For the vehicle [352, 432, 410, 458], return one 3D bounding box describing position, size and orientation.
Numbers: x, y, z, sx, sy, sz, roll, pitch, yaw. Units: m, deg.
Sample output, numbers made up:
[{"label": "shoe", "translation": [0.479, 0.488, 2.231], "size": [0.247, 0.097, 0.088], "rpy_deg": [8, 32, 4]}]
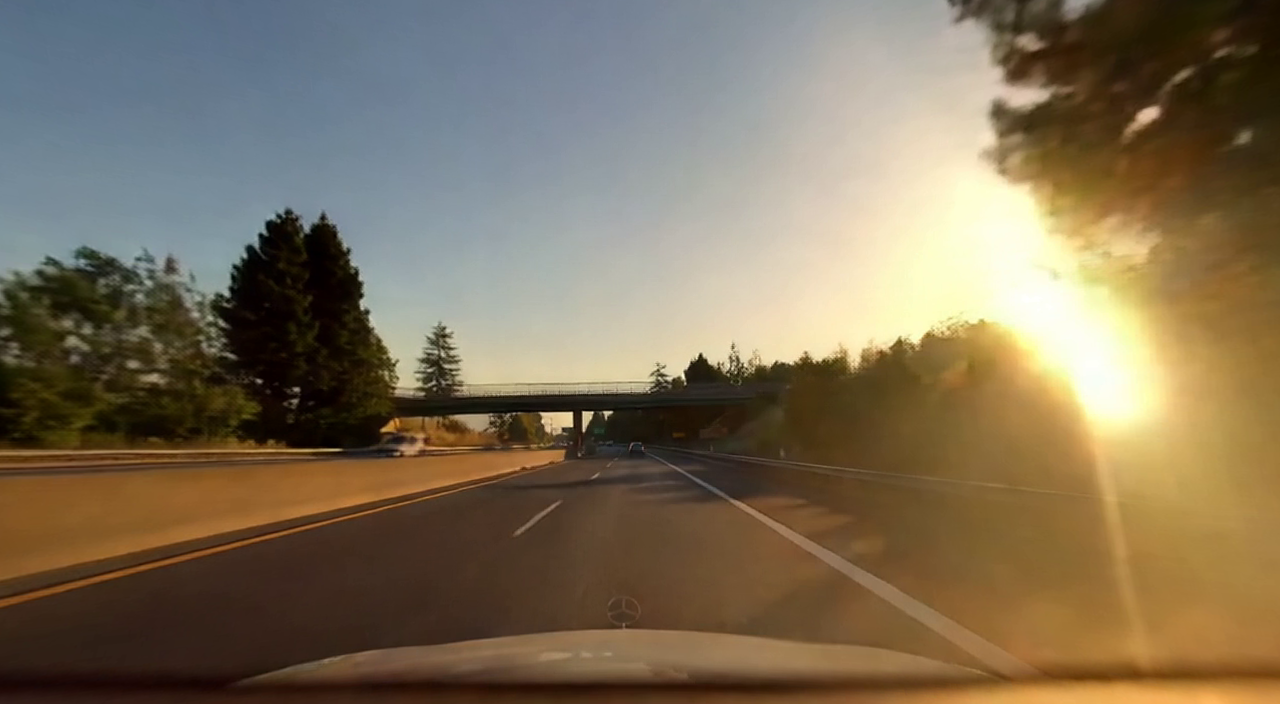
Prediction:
[{"label": "vehicle", "translation": [-16.601, 5.991, 40.593], "size": [1.903, 1.571, 4.248], "rpy_deg": [0, -9, 0]}]
